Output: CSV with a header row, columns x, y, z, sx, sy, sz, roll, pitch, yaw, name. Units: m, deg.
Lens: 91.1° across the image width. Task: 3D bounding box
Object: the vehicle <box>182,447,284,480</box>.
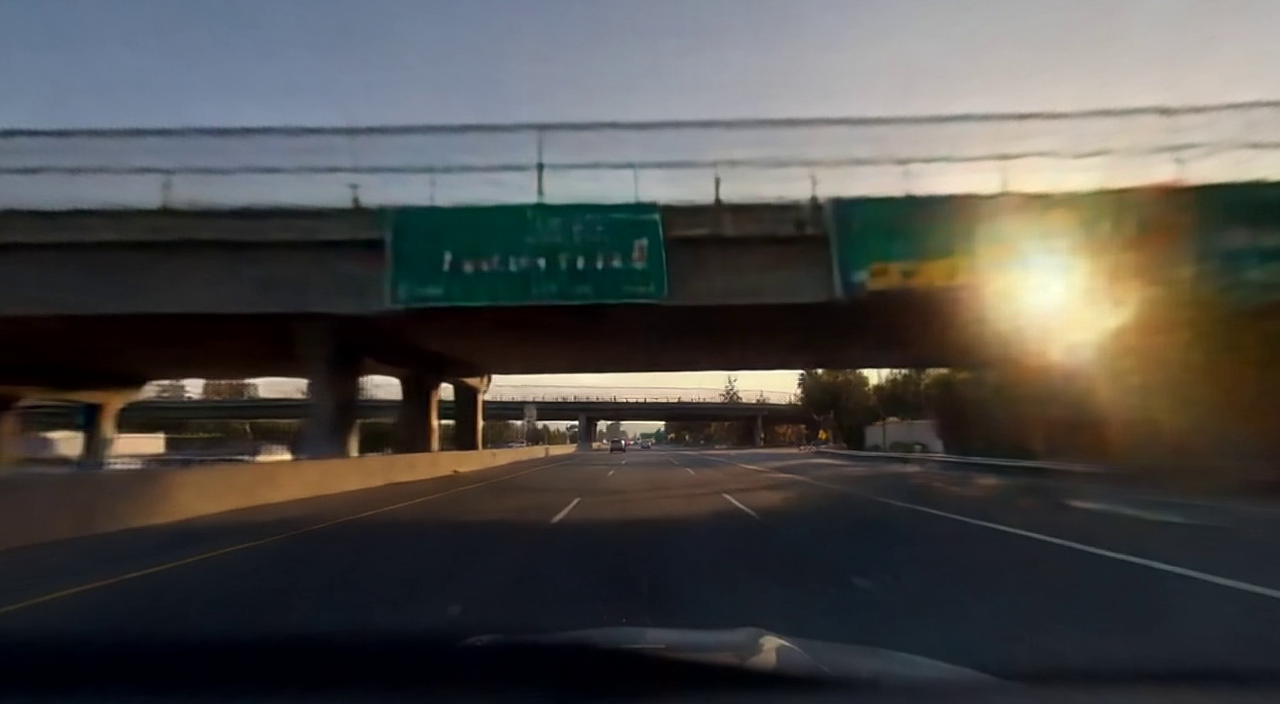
x,y,z,sx,sy,sz,roll,pitch,yaw,name
-20.420,5.566,31.761,1.913,1.511,4.746,0,-8,1,vehicle
